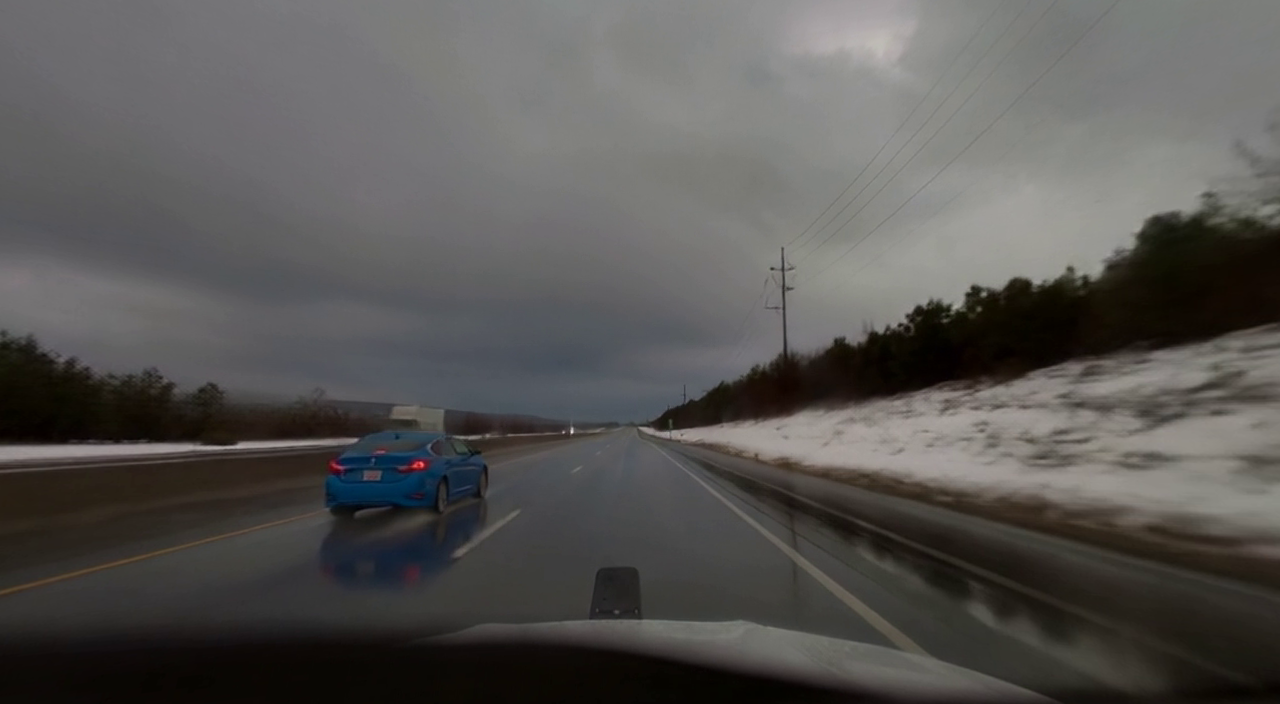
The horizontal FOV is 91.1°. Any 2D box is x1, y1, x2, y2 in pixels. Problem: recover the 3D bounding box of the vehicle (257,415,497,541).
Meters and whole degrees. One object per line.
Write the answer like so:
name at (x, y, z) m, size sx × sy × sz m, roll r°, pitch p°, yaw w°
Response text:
vehicle at (-3.677, 1.811, 9.740) m, size 1.999 × 1.536 × 3.969 m, roll 0°, pitch -8°, yaw 0°
